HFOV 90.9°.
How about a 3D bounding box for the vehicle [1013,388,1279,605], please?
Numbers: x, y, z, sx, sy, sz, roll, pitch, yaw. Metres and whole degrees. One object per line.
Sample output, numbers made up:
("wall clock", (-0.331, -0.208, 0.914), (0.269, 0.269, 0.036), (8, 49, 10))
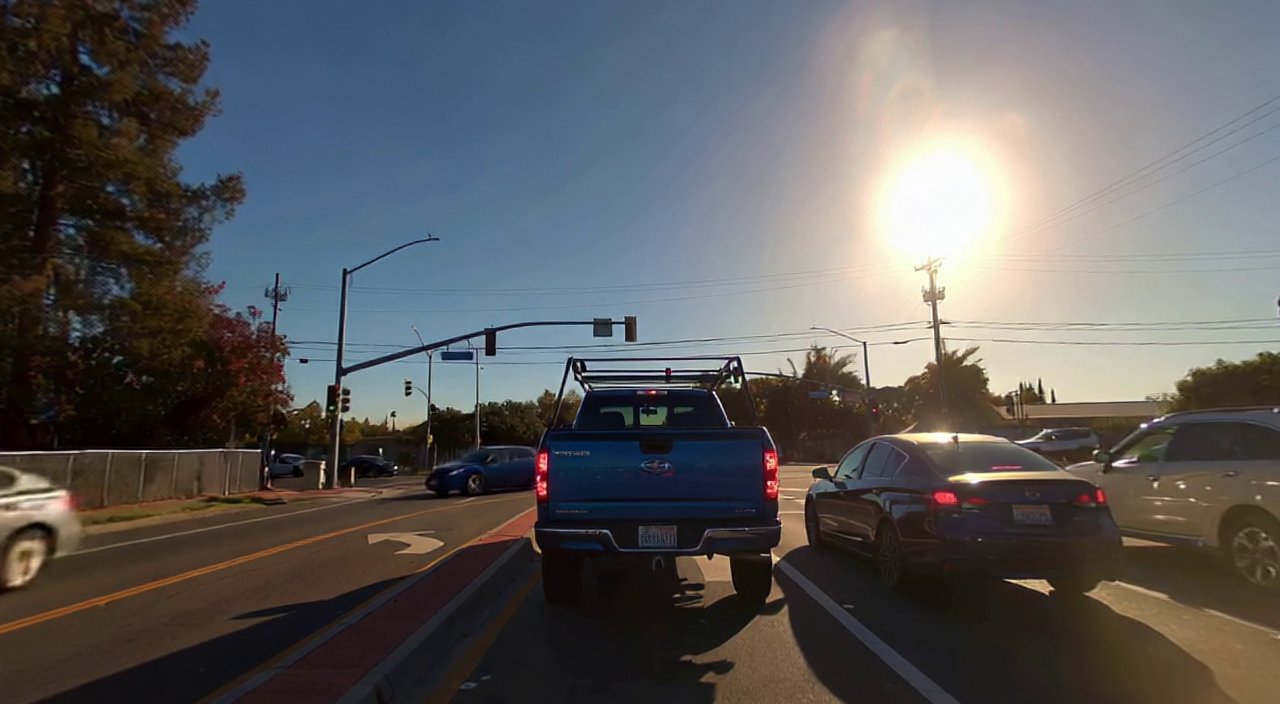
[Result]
("vehicle", (6.153, 1.372, 6.474), (1.982, 1.727, 4.352), (0, -8, 1))

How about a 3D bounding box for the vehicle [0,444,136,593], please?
("vehicle", (-8.165, 1.700, 6.084), (2.378, 1.611, 5.046), (0, -8, 1))

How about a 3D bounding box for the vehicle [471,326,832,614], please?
("vehicle", (0.128, 1.370, 8.148), (2.831, 2.284, 6.149), (0, -8, 1))

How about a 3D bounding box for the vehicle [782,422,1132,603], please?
("vehicle", (3.115, 1.644, 7.363), (1.993, 1.495, 4.060), (0, -8, 1))
